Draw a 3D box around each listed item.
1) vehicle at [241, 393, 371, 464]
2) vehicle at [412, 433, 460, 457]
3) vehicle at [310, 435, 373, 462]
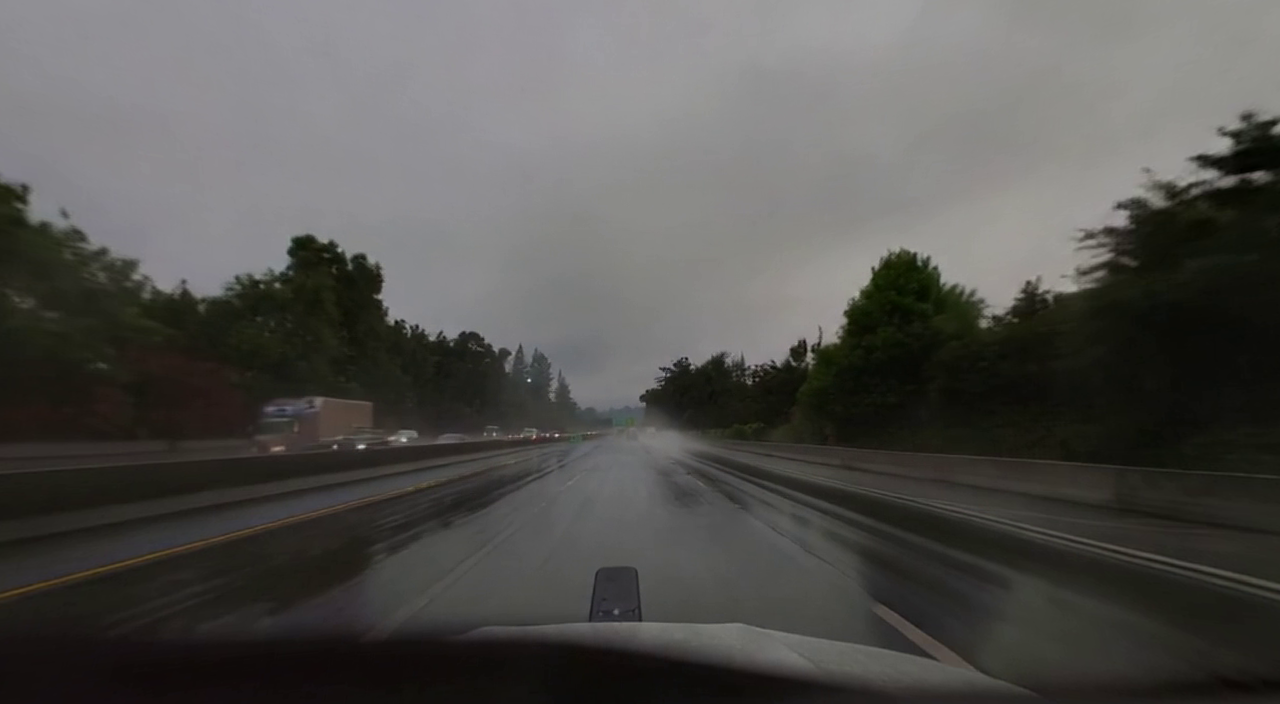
[{"bbox_3d":[-20.983,4.970,40.543,2.969,4.008,10.131,0,-8,-1],"label":"vehicle"},{"bbox_3d":[-13.121,5.998,40.637,1.663,1.464,4.353,0,-8,-1],"label":"vehicle"},{"bbox_3d":[-17.243,5.588,36.516,1.838,1.470,3.701,0,-8,-1],"label":"vehicle"}]
